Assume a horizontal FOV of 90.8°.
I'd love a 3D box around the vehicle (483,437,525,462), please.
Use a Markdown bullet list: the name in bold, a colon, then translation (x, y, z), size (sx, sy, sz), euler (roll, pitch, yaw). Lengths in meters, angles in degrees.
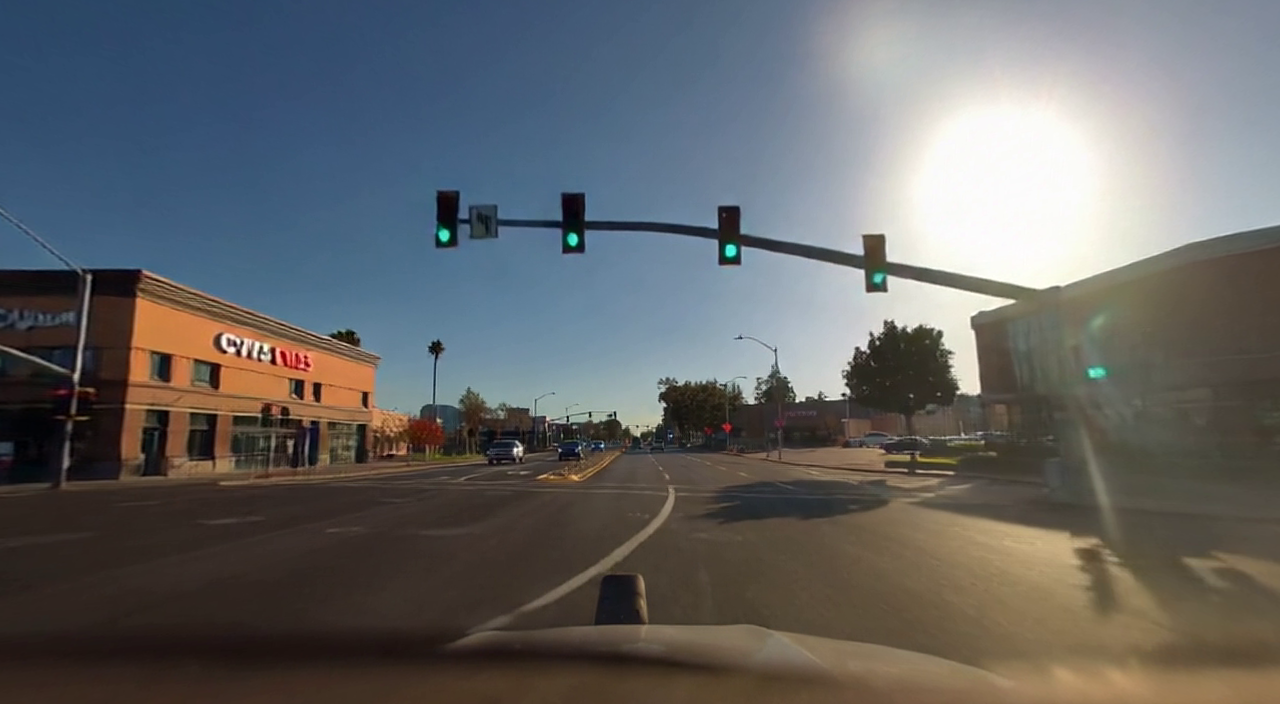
- **vehicle**: translation (-9.717, 7.017, 45.411), size (1.954, 1.694, 4.310), euler (-1, -8, 2)
